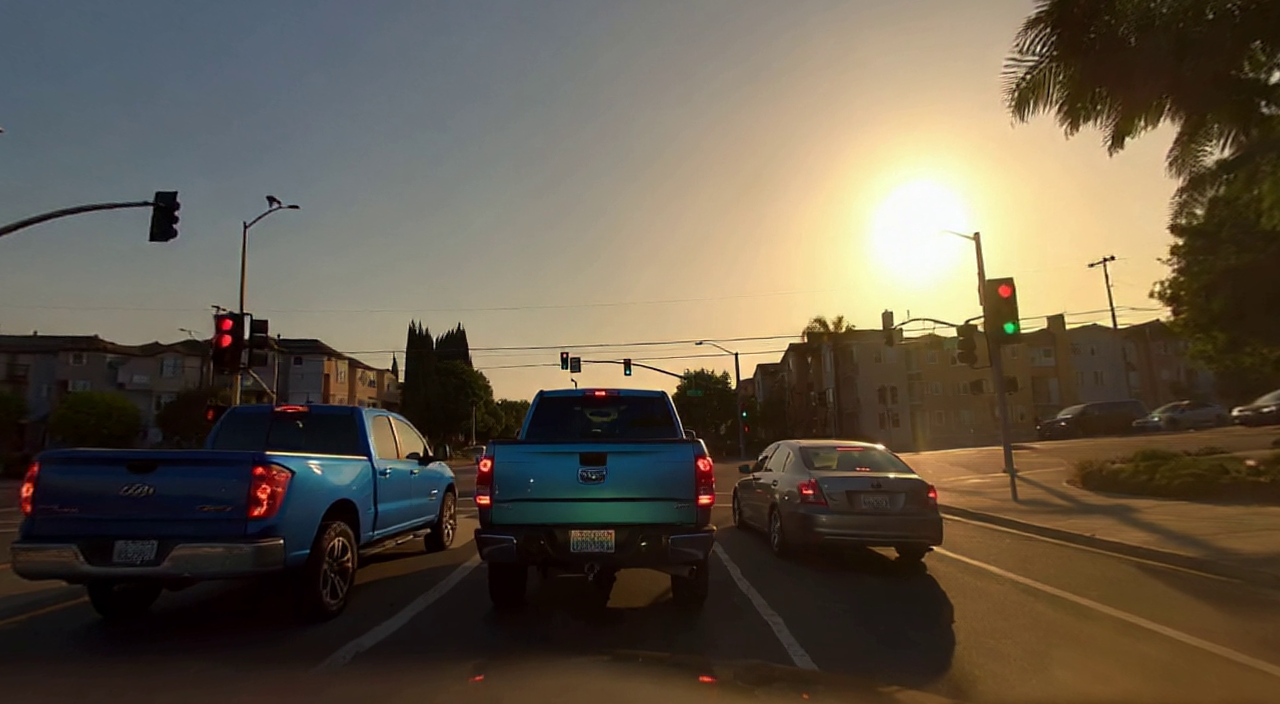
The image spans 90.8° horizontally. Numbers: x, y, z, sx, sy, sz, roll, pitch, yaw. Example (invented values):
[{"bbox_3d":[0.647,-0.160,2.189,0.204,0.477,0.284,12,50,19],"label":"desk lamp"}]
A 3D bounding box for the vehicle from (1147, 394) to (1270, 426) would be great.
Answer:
[{"bbox_3d":[29.298,3.034,32.658,4.540,1.543,1.803,0,-9,0],"label":"vehicle"}]

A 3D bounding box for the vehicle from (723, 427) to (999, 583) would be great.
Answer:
[{"bbox_3d":[2.421,1.806,8.313,2.016,1.481,4.336,0,-9,-1],"label":"vehicle"}]

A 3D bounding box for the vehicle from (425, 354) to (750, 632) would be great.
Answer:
[{"bbox_3d":[-0.403,1.316,6.770,2.282,1.964,4.421,0,-9,-1],"label":"vehicle"}]

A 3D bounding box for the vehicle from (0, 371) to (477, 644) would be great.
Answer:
[{"bbox_3d":[-3.469,1.423,6.901,2.146,1.828,5.148,0,-9,-2],"label":"vehicle"}]

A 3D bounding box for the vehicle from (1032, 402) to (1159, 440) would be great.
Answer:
[{"bbox_3d":[23.278,3.584,32.475,4.721,1.866,2.188,0,-9,2],"label":"vehicle"}]
